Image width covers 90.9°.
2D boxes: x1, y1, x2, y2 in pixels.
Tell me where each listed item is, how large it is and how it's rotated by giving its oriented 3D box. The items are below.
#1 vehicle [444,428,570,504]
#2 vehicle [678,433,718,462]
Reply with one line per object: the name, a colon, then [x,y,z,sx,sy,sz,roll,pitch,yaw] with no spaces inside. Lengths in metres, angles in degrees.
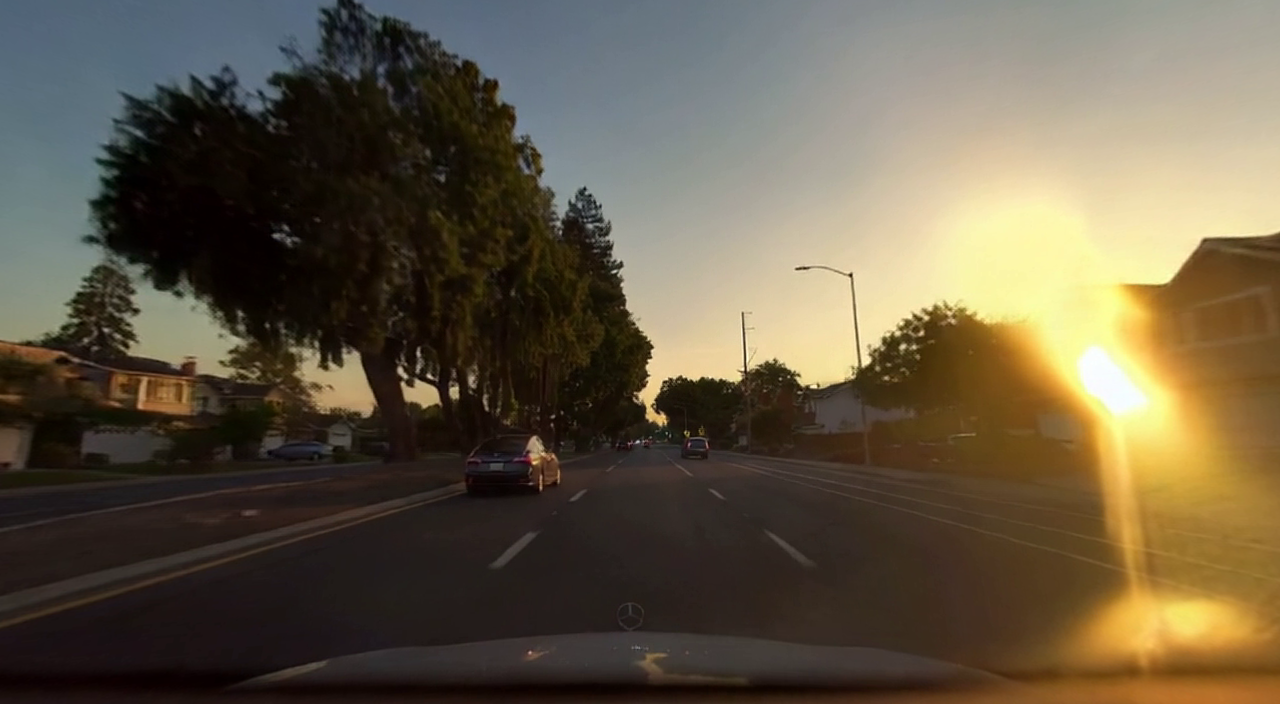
vehicle: [-2.958,2.647,15.049,1.966,1.524,4.410,0,-8,1]
vehicle: [3.776,6.298,41.629,2.114,1.780,4.445,0,-8,-1]
